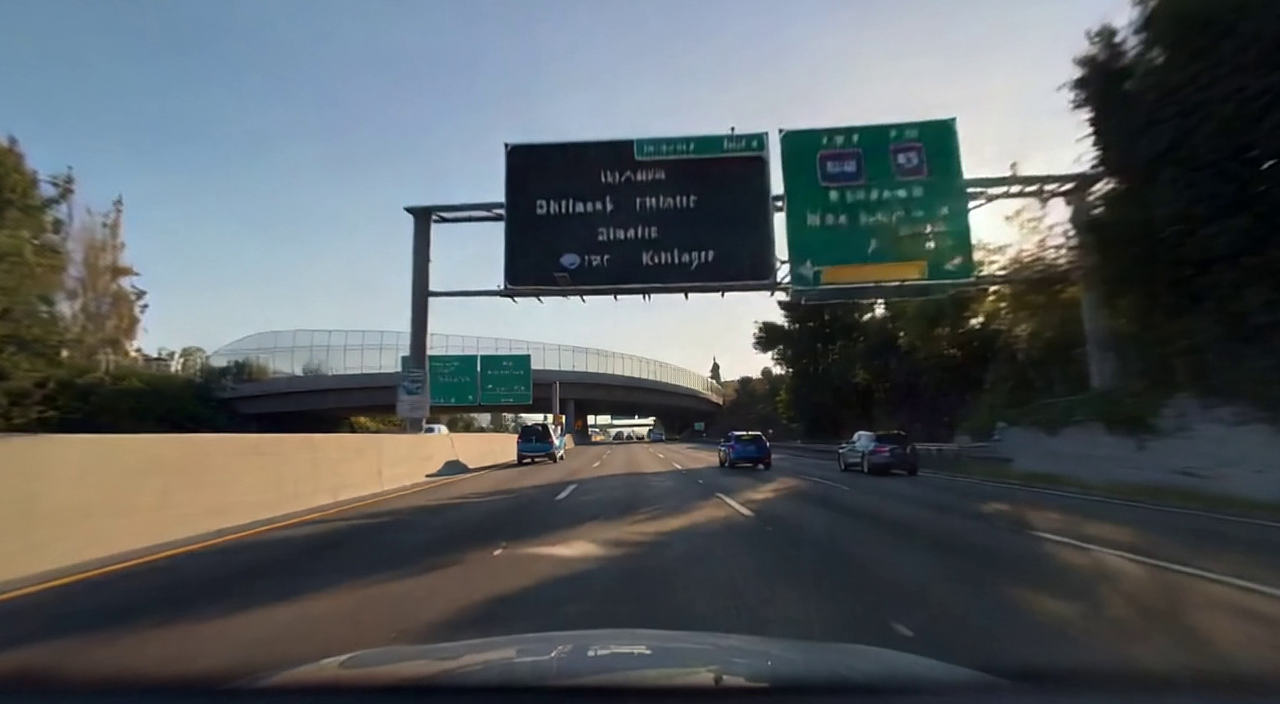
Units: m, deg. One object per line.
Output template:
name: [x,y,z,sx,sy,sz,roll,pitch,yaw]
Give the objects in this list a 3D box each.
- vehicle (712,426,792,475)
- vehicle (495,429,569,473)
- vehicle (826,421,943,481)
vehicle: [3.896,3.493,22.681,2.011,1.576,4.060,0,-8,-2]
vehicle: [-3.840,3.577,23.090,2.032,1.465,4.316,0,-8,-1]
vehicle: [7.379,3.012,19.430,1.956,1.634,3.935,0,-8,-1]
